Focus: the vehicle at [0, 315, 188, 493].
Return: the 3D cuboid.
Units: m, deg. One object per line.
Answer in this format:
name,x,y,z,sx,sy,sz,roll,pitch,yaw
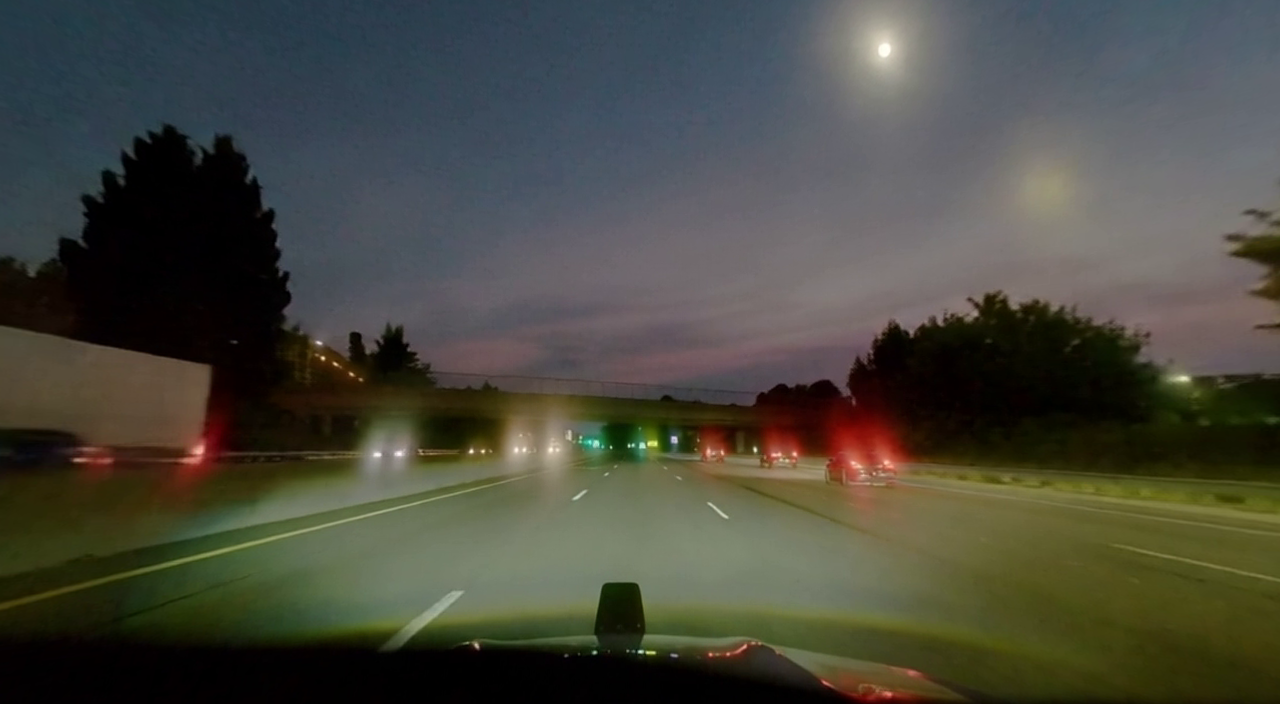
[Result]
vehicle,-16.111,0.765,11.713,2.994,4.027,16.848,0,-9,0
